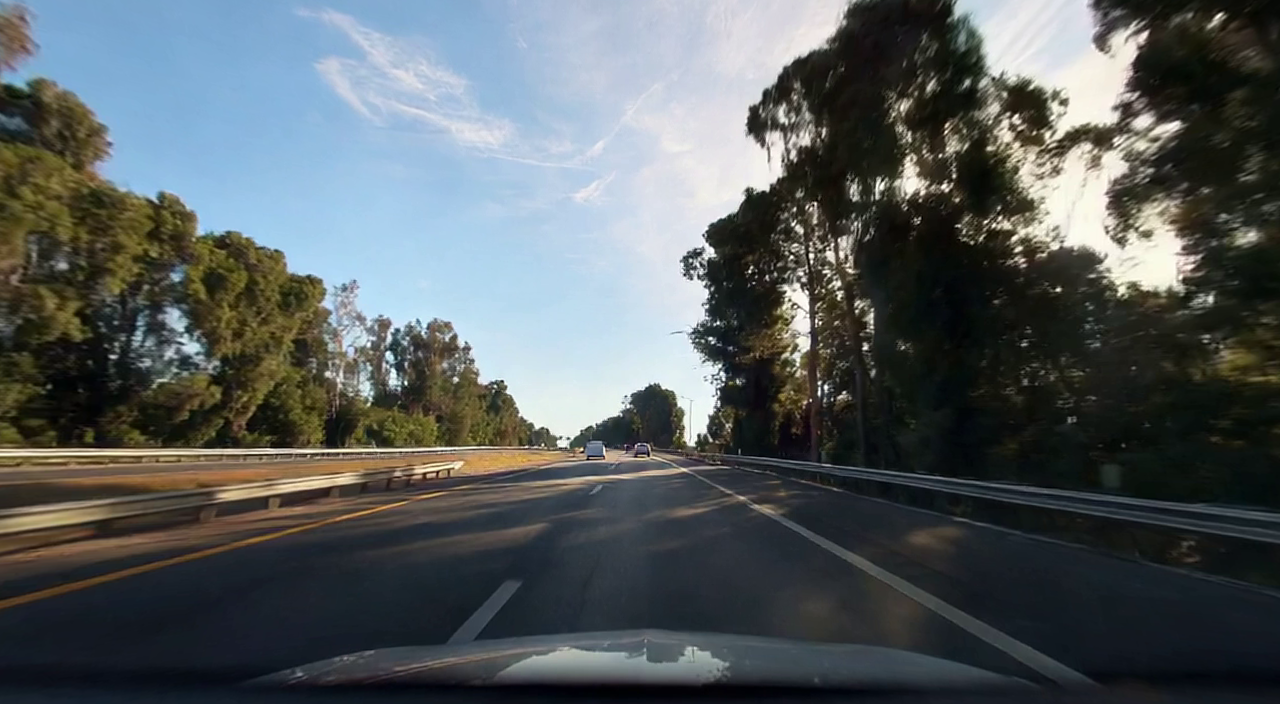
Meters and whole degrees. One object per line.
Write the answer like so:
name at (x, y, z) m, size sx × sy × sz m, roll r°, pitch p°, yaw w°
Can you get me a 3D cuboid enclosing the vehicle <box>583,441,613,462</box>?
vehicle at (-3.141, 7.509, 47.425) m, size 2.057 × 1.514 × 3.845 m, roll 0°, pitch -8°, yaw -1°
